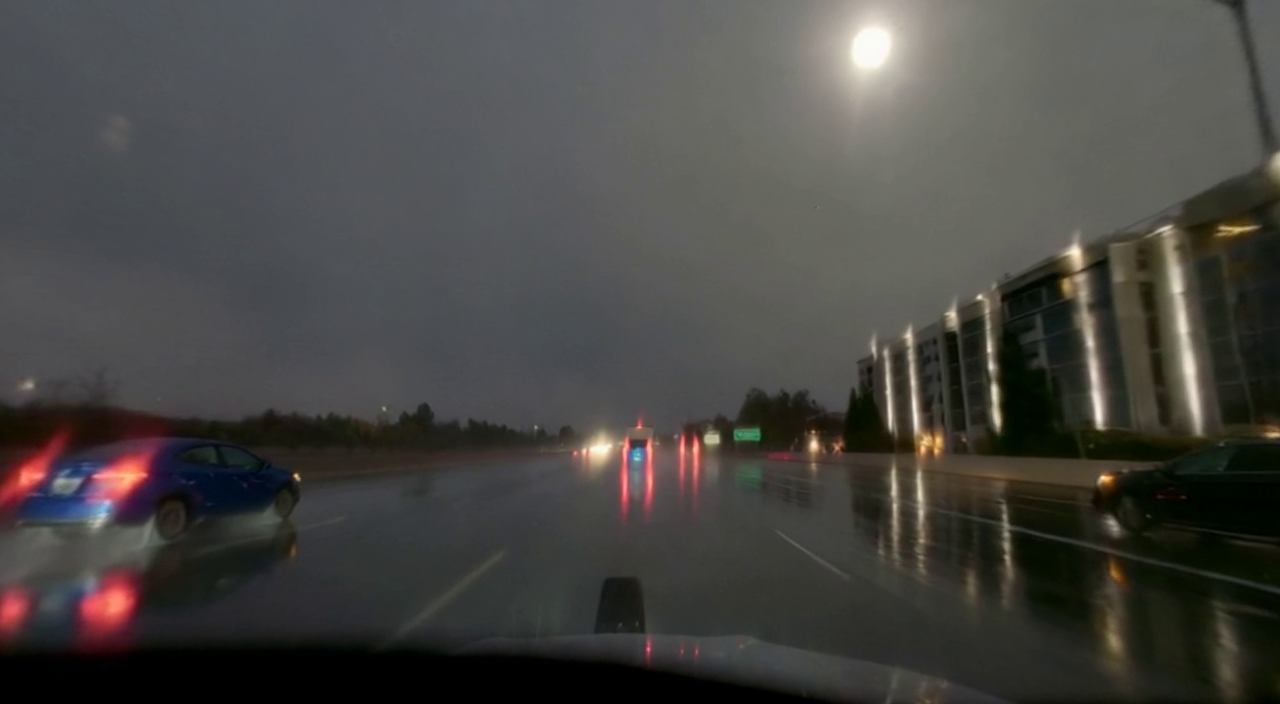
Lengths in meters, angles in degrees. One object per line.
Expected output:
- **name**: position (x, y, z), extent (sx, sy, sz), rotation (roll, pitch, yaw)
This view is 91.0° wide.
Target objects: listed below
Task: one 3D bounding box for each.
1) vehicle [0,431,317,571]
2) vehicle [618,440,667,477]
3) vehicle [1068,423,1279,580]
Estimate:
- **vehicle**: position (-6.683, 1.905, 8.881), extent (1.978, 1.477, 4.239), rotation (0, -8, 0)
- **vehicle**: position (0.102, 4.739, 28.271), extent (2.036, 1.542, 3.891), rotation (0, -8, 0)
- **vehicle**: position (7.121, 1.511, 6.559), extent (1.937, 1.498, 4.710), rotation (0, -8, -1)
